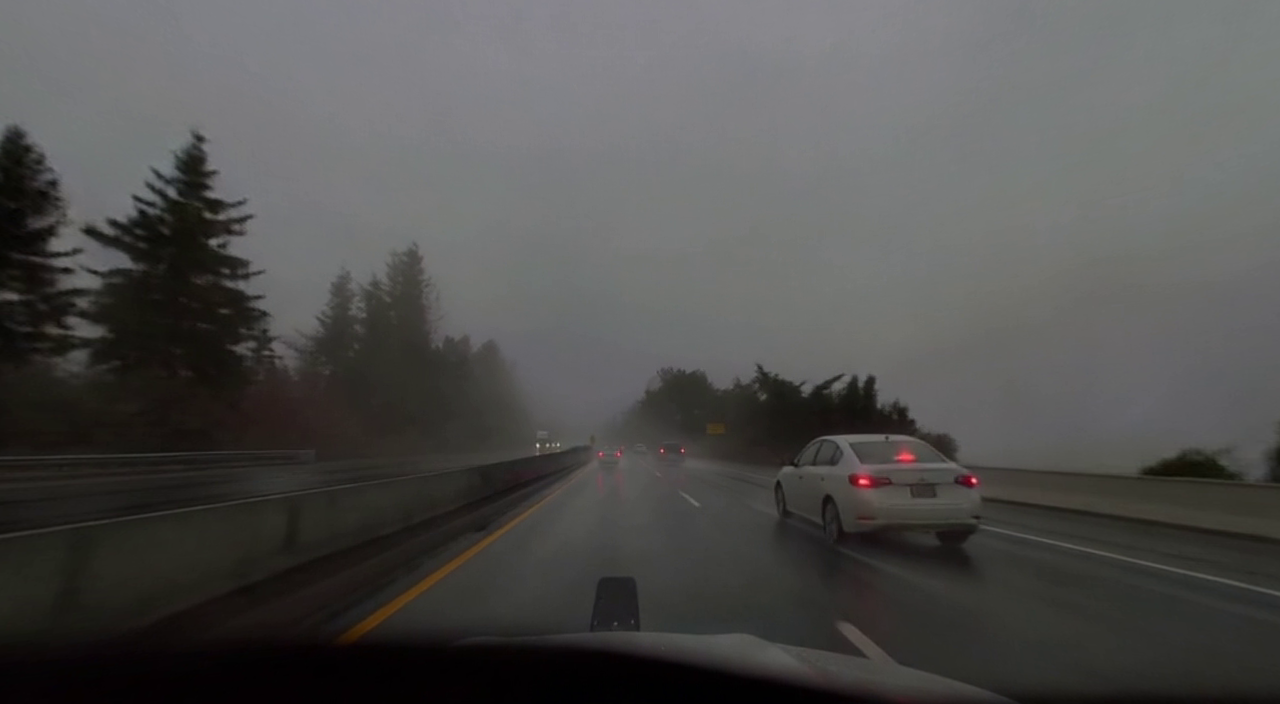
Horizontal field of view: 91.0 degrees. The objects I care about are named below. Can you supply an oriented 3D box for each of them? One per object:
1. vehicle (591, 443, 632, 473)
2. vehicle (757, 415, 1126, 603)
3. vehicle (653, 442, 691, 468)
[{"bbox_3d":[-1.652,5.964,35.665,2.178,1.559,4.254,0,-8,-3],"label":"vehicle"},{"bbox_3d":[3.071,1.718,7.985,2.055,1.566,5.046,0,-8,-2],"label":"vehicle"},{"bbox_3d":[2.004,6.676,40.942,2.146,1.546,3.796,0,-8,-2],"label":"vehicle"}]
